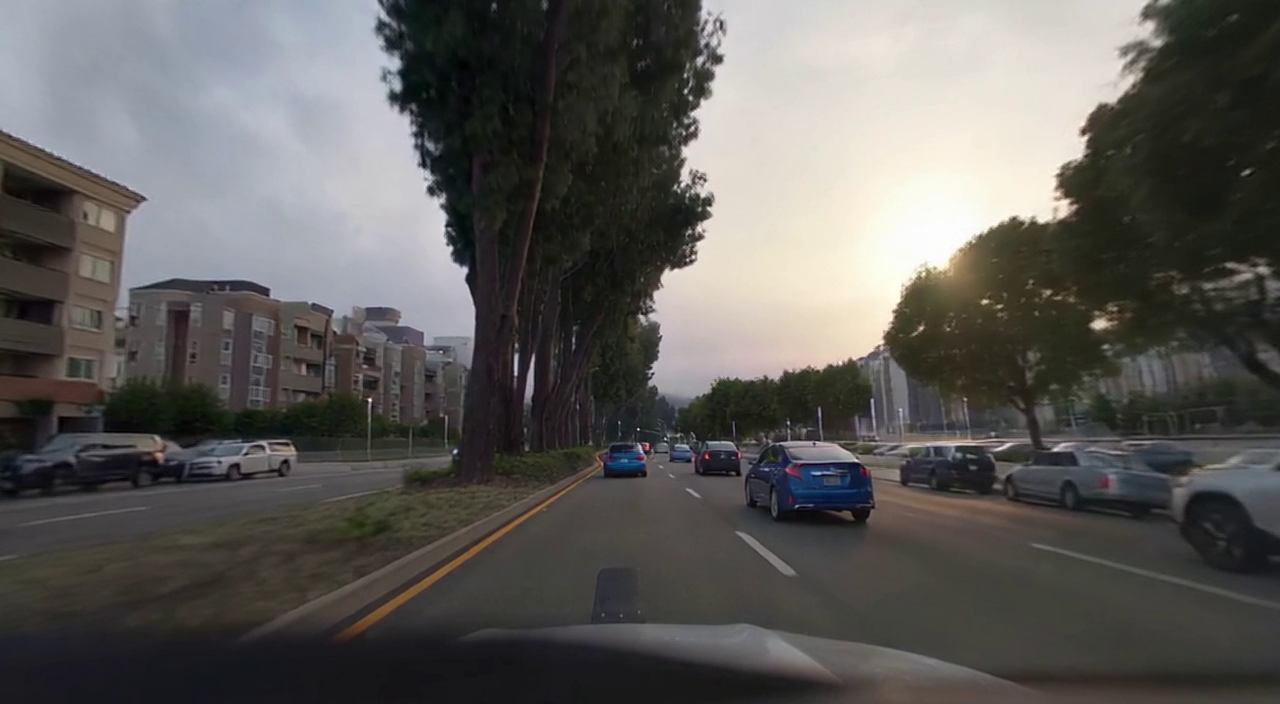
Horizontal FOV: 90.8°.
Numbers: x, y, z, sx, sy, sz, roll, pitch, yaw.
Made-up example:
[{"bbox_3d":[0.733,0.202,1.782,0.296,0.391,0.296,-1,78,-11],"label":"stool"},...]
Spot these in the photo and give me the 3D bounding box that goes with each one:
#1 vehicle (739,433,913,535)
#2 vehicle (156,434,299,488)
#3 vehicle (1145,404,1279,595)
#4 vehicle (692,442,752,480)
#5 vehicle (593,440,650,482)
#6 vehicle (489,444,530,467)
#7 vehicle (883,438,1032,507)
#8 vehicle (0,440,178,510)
[{"bbox_3d":[3.080,2.262,11.376,1.852,1.498,3.825,0,-9,-2],"label":"vehicle"},{"bbox_3d":[-15.968,4.236,24.927,2.108,1.876,5.260,0,-9,0],"label":"vehicle"},{"bbox_3d":[7.134,1.201,4.728,2.224,1.772,5.325,0,-9,-1],"label":"vehicle"},{"bbox_3d":[3.352,4.530,26.615,1.908,1.453,4.230,0,-9,-1],"label":"vehicle"},{"bbox_3d":[-0.659,4.154,24.345,1.994,1.479,3.647,0,-9,0],"label":"vehicle"},{"bbox_3d":[-9.040,7.199,43.978,1.943,1.483,4.439,0,-9,-1],"label":"vehicle"},{"bbox_3d":[8.247,3.147,17.013,2.127,1.546,4.828,-1,-9,9],"label":"vehicle"},{"bbox_3d":[-16.152,3.318,17.635,2.115,1.621,5.840,0,-9,0],"label":"vehicle"}]
